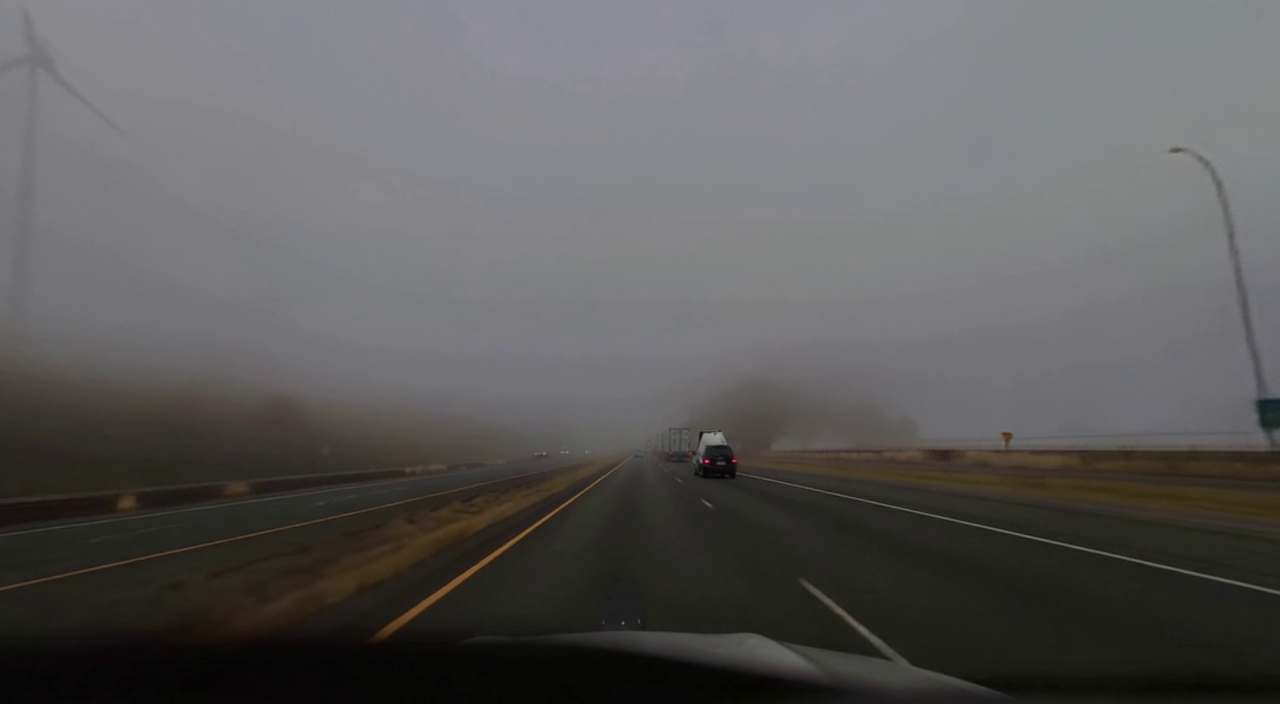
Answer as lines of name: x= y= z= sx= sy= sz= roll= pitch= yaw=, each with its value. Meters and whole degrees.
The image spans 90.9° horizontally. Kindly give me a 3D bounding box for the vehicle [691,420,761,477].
vehicle: x=4.290 y=5.001 z=32.484 sx=2.609 sy=2.648 sz=5.397 roll=0 pitch=-9 yaw=-2
